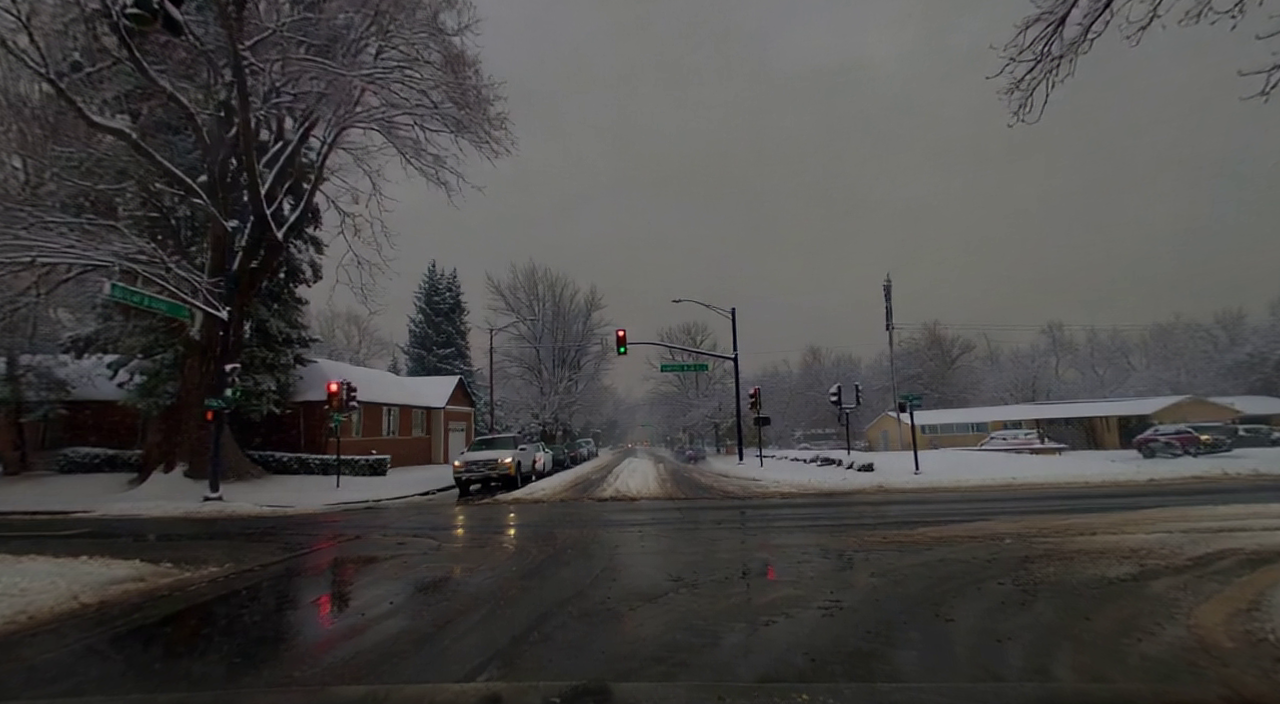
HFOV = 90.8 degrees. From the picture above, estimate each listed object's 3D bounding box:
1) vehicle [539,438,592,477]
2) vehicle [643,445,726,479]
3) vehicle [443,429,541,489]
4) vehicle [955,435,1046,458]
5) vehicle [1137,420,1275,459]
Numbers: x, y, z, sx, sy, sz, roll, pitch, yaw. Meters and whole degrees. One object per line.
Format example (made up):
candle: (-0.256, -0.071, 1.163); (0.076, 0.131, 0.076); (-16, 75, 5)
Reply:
vehicle: (-3.647, 5.277, 31.914); (2.120, 1.783, 4.788); (0, -9, 0)
vehicle: (2.067, 5.321, 30.899); (2.056, 1.493, 4.535); (4, -9, -25)
vehicle: (-6.499, 4.832, 28.967); (2.896, 2.339, 7.322); (0, -9, -1)
vehicle: (24.971, 6.553, 43.829); (5.172, 1.515, 1.851); (0, -9, -2)
vehicle: (33.268, 5.158, 37.229); (5.969, 2.149, 2.331); (0, -9, -3)
